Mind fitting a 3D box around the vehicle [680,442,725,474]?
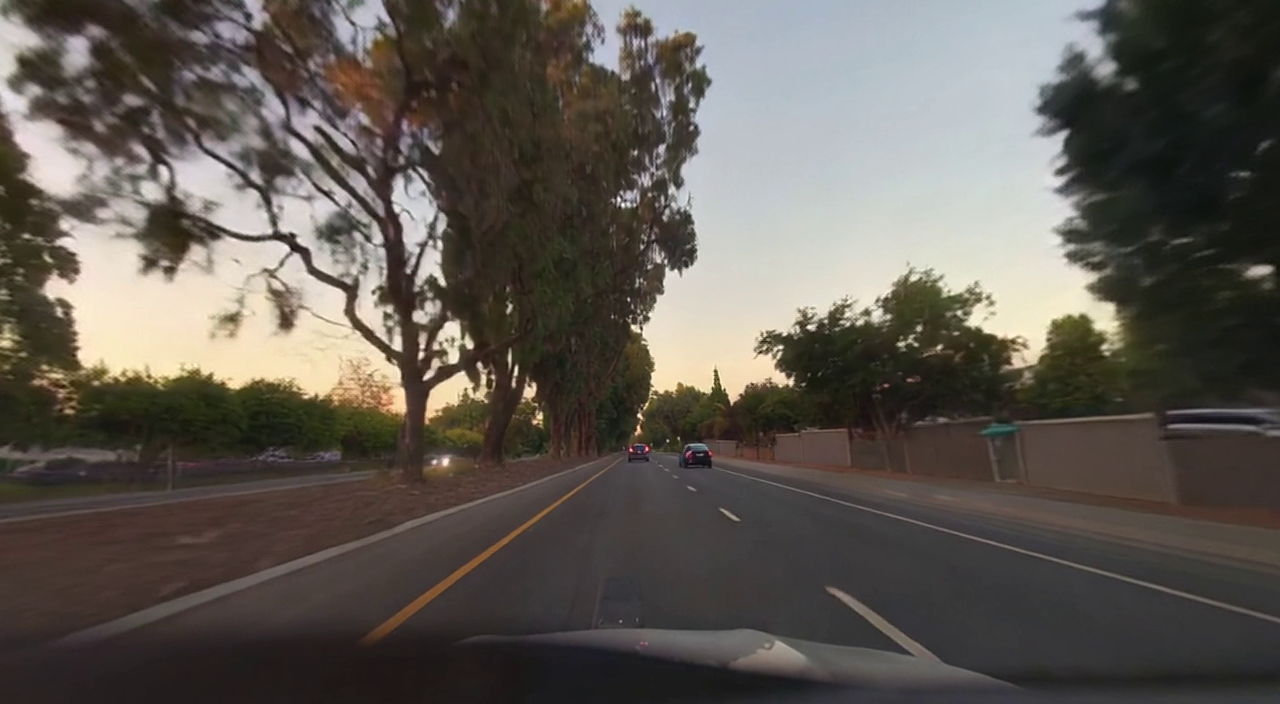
[{"bbox_3d":[3.369,5.781,34.760,1.888,1.640,4.044,0,-9,-2],"label":"vehicle"}]
